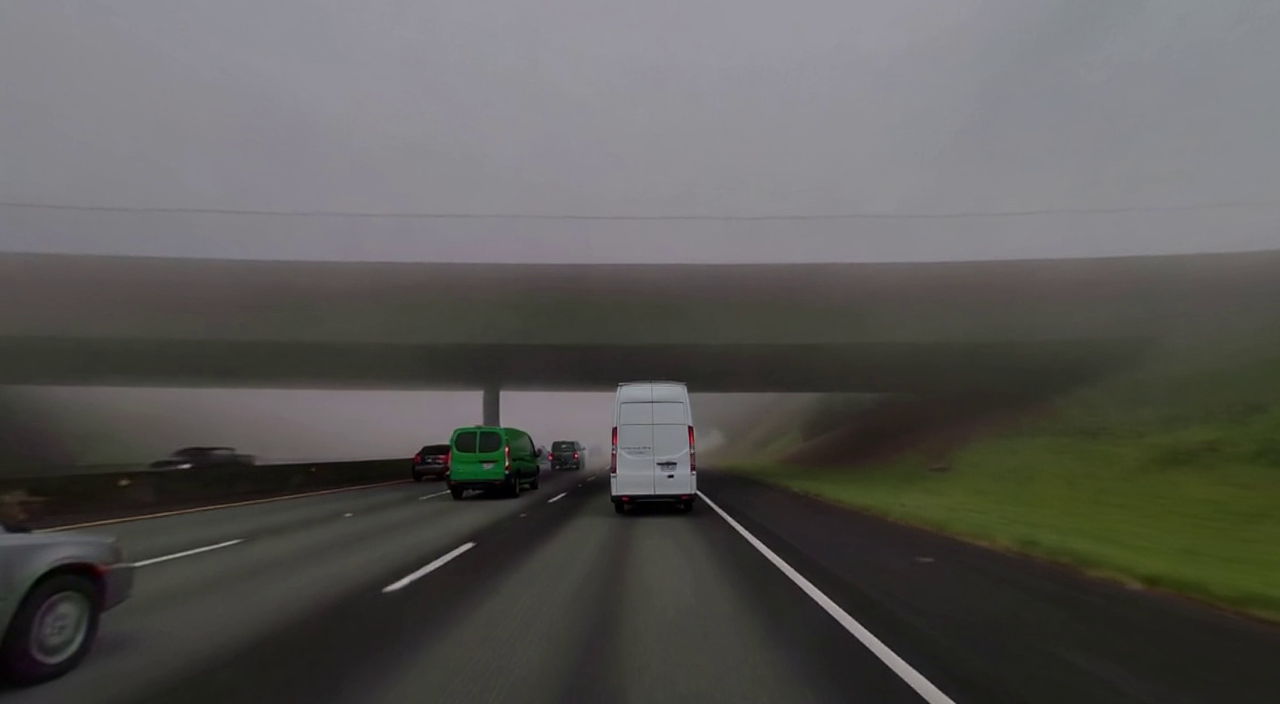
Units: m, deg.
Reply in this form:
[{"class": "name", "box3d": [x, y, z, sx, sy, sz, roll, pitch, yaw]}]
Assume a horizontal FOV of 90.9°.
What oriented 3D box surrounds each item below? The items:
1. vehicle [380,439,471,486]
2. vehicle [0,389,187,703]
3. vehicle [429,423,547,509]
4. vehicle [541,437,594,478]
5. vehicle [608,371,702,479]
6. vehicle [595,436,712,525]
[{"class": "vehicle", "box3d": [-8.398, 4.365, 25.138, 2.093, 1.675, 4.233, 0, -9, 0]}, {"class": "vehicle", "box3d": [-3.778, 0.837, 2.098, 1.845, 1.554, 3.565, 0, -9, 0]}, {"class": "vehicle", "box3d": [-3.673, 2.840, 16.023, 1.951, 1.882, 3.979, 0, -9, 1]}, {"class": "vehicle", "box3d": [-3.516, 5.217, 31.319, 2.068, 1.862, 4.234, 0, -9, 0]}, {"class": "vehicle", "box3d": [0.452, 4.043, 31.697, 3.289, 3.822, 18.653, 0, -9, 0]}, {"class": "vehicle", "box3d": [0.220, 2.469, 12.522, 1.991, 1.507, 3.391, 0, -9, 0]}]
